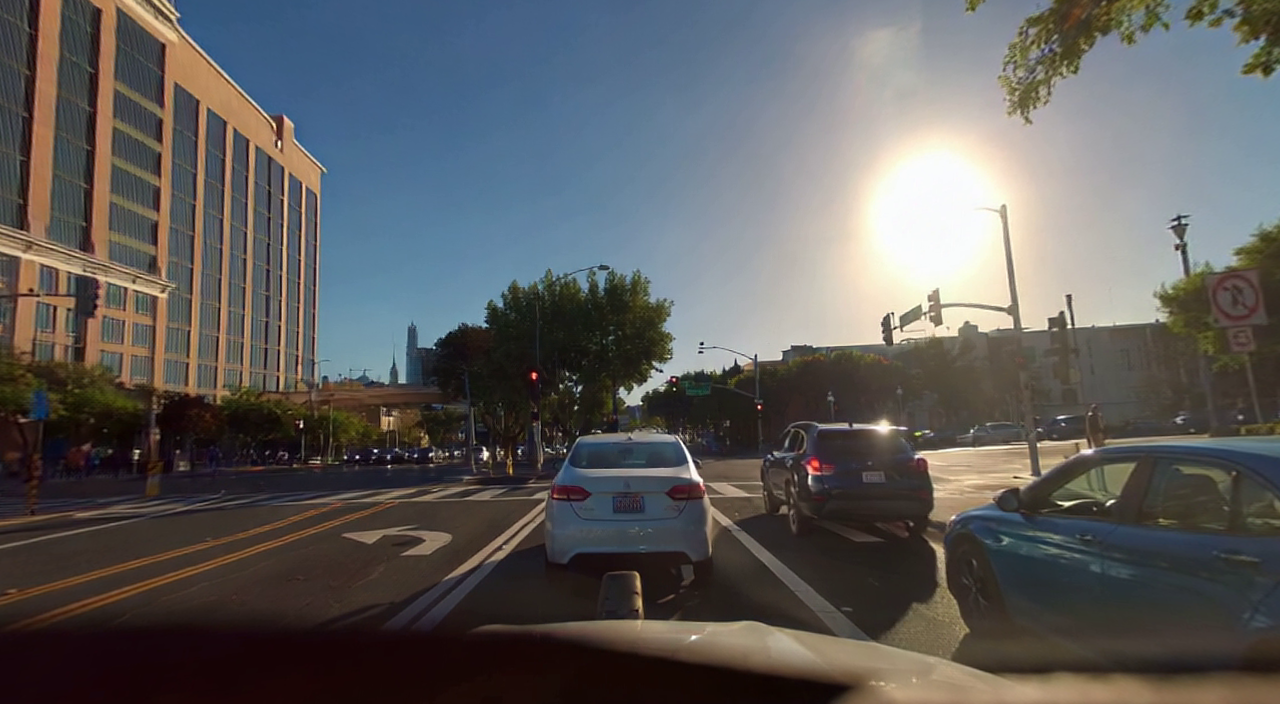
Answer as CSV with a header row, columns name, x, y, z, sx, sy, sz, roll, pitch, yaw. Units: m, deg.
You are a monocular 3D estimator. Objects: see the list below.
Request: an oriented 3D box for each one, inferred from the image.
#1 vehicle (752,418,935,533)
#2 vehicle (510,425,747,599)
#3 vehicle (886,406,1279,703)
name,x,y,z,sx,sy,sz,roll,pitch,yaw
vehicle,3.529,2.227,12.021,1.978,1.738,4.599,0,-8,1
vehicle,-0.112,1.699,7.550,2.096,1.521,3.747,0,-8,0
vehicle,3.379,1.190,4.073,1.833,1.465,4.258,0,-8,-1
